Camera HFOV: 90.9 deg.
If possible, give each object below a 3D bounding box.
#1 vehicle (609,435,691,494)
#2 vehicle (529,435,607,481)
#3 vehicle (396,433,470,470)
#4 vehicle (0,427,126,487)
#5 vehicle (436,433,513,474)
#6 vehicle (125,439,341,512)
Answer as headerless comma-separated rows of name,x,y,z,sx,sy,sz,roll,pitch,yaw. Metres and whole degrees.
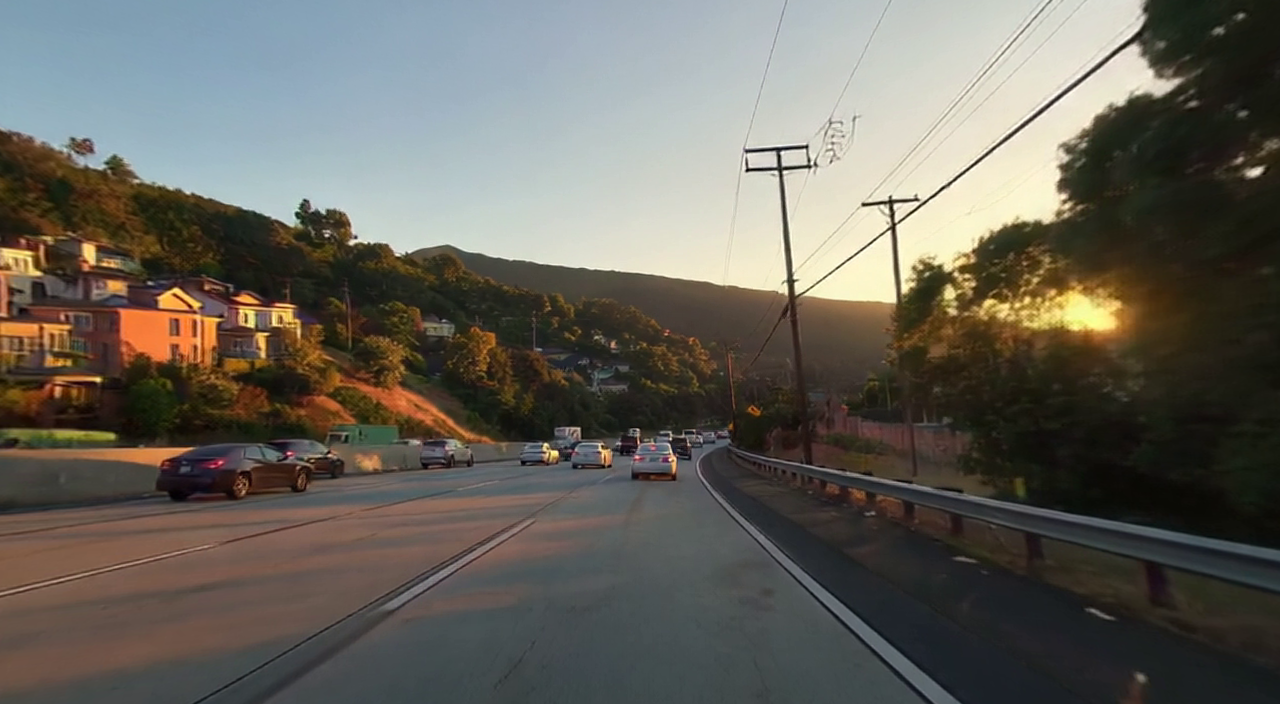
vehicle,0.364,3.181,18.238,2.109,1.495,3.935,-1,-8,3
vehicle,-2.698,4.124,24.840,2.121,1.639,4.383,-1,-8,6
vehicle,-11.658,5.657,35.973,2.105,1.971,4.868,-1,-9,7
vehicle,-22.236,3.745,22.683,2.230,1.990,5.675,-1,-9,8
vehicle,-8.008,4.949,30.955,2.080,1.833,4.461,-1,-9,7
vehicle,-9.508,2.881,15.304,1.959,1.469,4.450,-1,-8,6
